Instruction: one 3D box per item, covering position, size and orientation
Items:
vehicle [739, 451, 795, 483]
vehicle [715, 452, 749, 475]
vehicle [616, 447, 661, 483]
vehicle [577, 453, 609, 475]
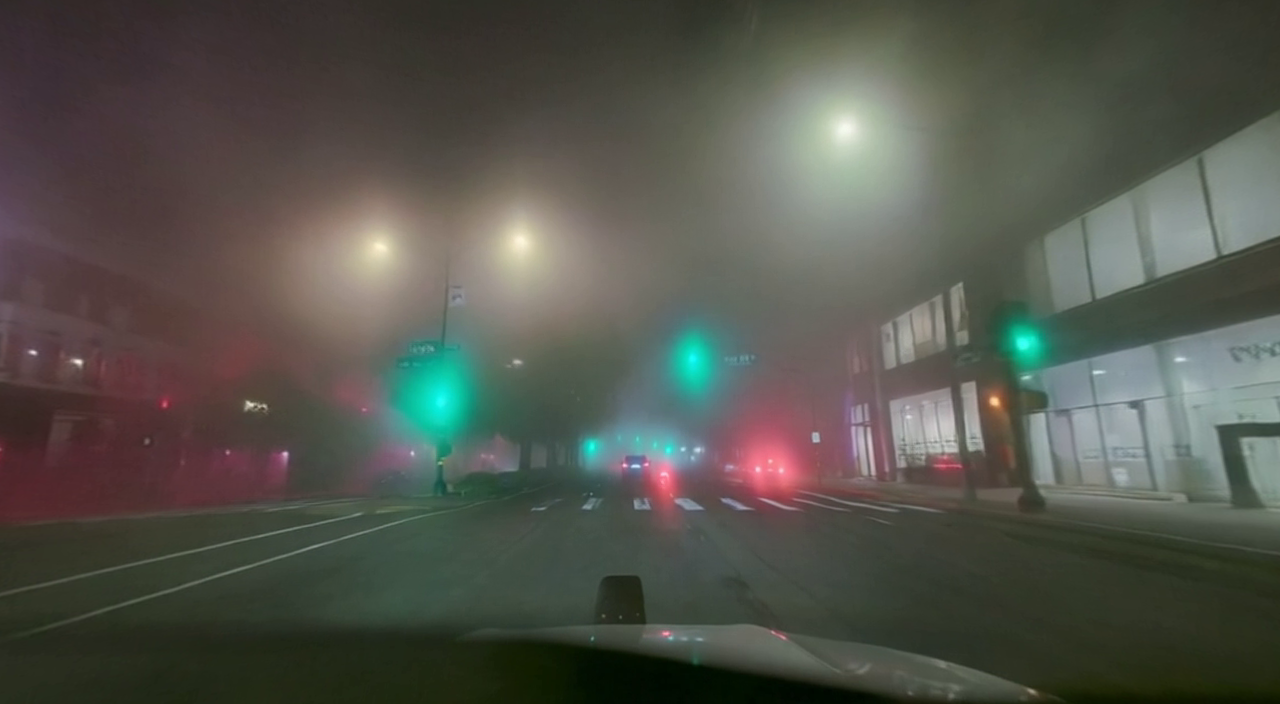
[{"bbox_3d":[6.756,6.143,34.016,2.069,1.590,4.066,0,-8,-1],"label":"vehicle"},{"bbox_3d":[6.837,8.298,47.335,1.785,1.586,3.896,0,-8,-2],"label":"vehicle"},{"bbox_3d":[-0.116,5.913,33.410,2.223,1.775,4.250,0,-8,-2],"label":"vehicle"},{"bbox_3d":[-3.412,8.275,46.701,2.014,1.470,4.552,0,-8,-1],"label":"vehicle"}]
